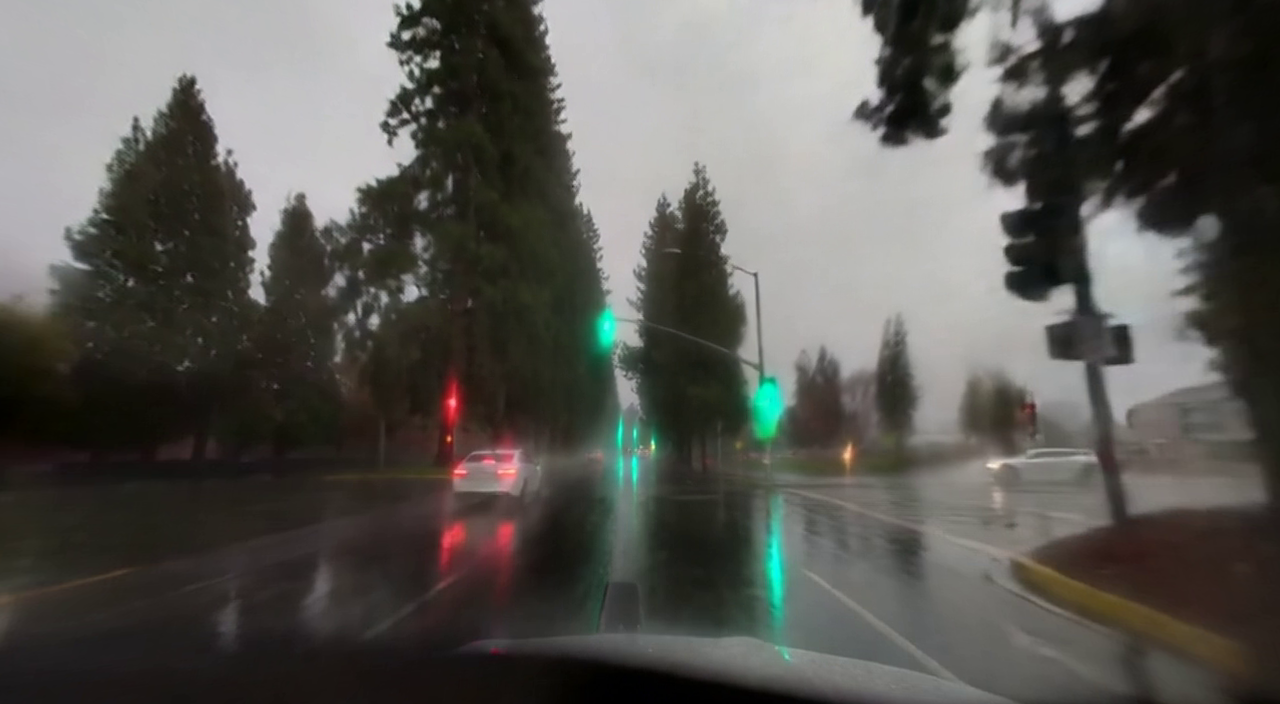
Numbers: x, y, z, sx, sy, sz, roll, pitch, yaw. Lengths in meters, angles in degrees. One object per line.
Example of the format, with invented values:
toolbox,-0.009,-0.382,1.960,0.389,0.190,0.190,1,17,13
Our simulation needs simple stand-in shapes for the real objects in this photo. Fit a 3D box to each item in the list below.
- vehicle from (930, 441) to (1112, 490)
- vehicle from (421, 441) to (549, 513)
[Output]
vehicle,12.076,3.605,20.214,4.632,1.473,1.889,1,-8,-3
vehicle,-3.541,2.922,15.364,1.968,1.459,4.433,0,-8,0
